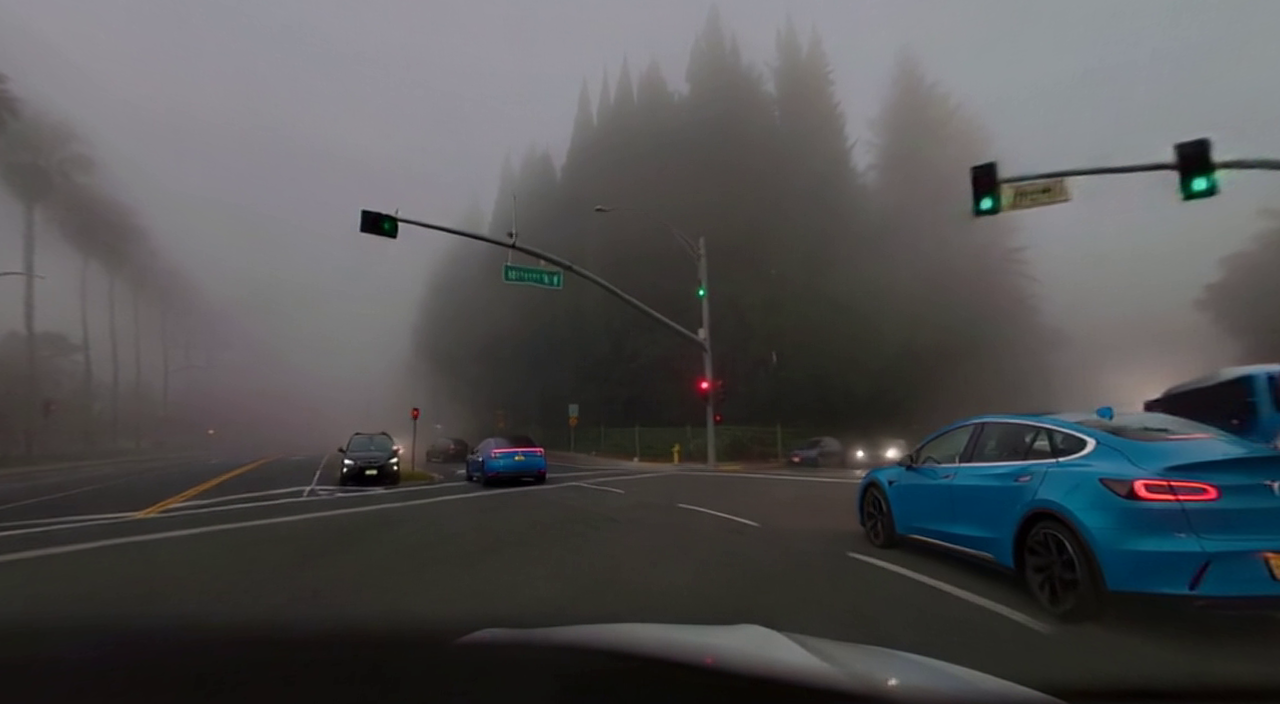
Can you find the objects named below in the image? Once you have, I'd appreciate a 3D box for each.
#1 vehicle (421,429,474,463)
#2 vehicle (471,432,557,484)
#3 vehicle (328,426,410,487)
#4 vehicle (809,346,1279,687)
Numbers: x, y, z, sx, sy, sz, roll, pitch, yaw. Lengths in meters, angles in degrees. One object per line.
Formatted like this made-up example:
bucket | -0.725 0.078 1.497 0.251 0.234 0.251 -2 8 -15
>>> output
vehicle | -11.810 5.693 38.480 2.272 1.891 4.562 4 -9 -26
vehicle | -4.813 3.895 23.530 2.341 1.709 4.466 3 -9 -21
vehicle | -9.796 3.665 22.595 2.283 1.878 5.384 4 -9 -26
vehicle | 3.542 1.229 6.018 2.205 1.803 5.135 1 -8 -3
